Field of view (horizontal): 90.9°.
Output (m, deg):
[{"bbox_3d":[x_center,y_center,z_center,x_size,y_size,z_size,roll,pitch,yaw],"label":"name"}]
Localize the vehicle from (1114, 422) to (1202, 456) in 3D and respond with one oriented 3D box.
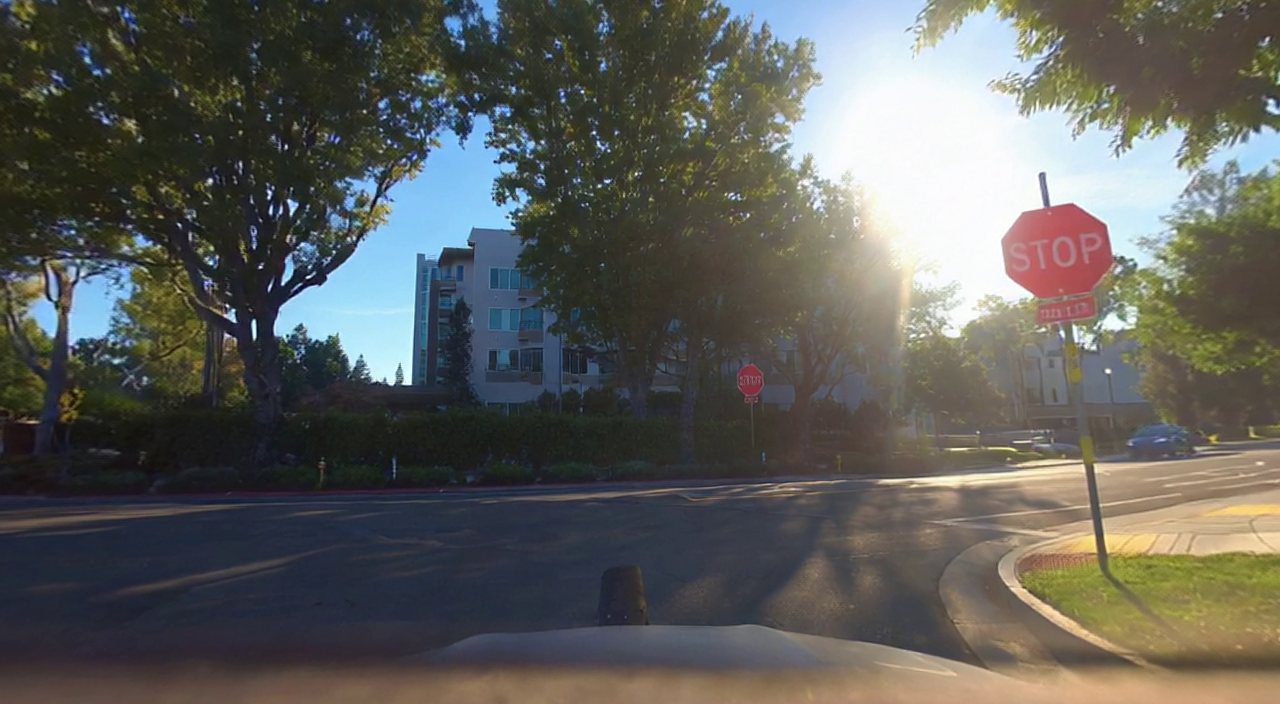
[{"bbox_3d":[24.584,4.156,29.867,4.473,1.474,2.108,6,-10,-37],"label":"vehicle"}]
